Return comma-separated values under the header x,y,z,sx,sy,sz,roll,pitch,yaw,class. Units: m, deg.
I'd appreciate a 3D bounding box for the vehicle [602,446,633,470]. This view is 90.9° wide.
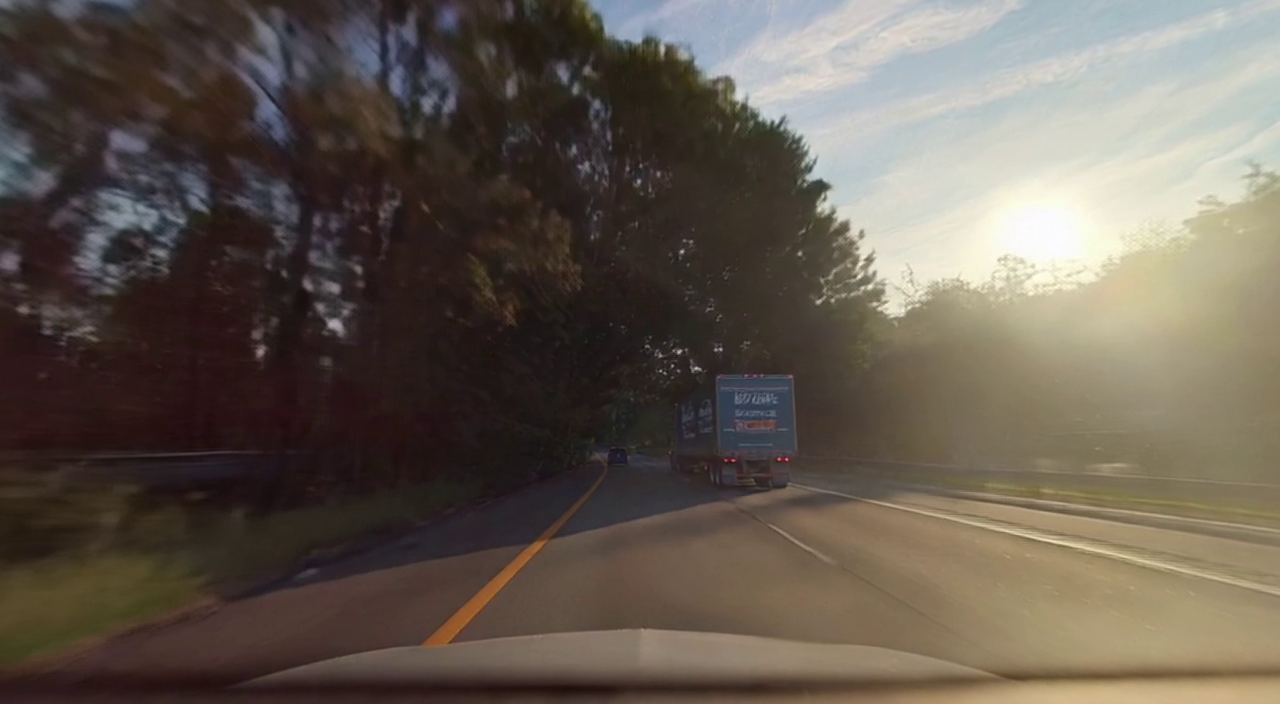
x,y,z,sx,sy,sz,roll,pitch,yaw,class
-1.394,6.732,40.156,1.913,1.460,3.610,0,-9,-1,vehicle

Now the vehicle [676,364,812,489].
x,y,z,sx,sy,sz,roll,pitch,yaw,class
3.731,3.462,27.307,2.951,4.012,14.203,0,-9,-2,vehicle
